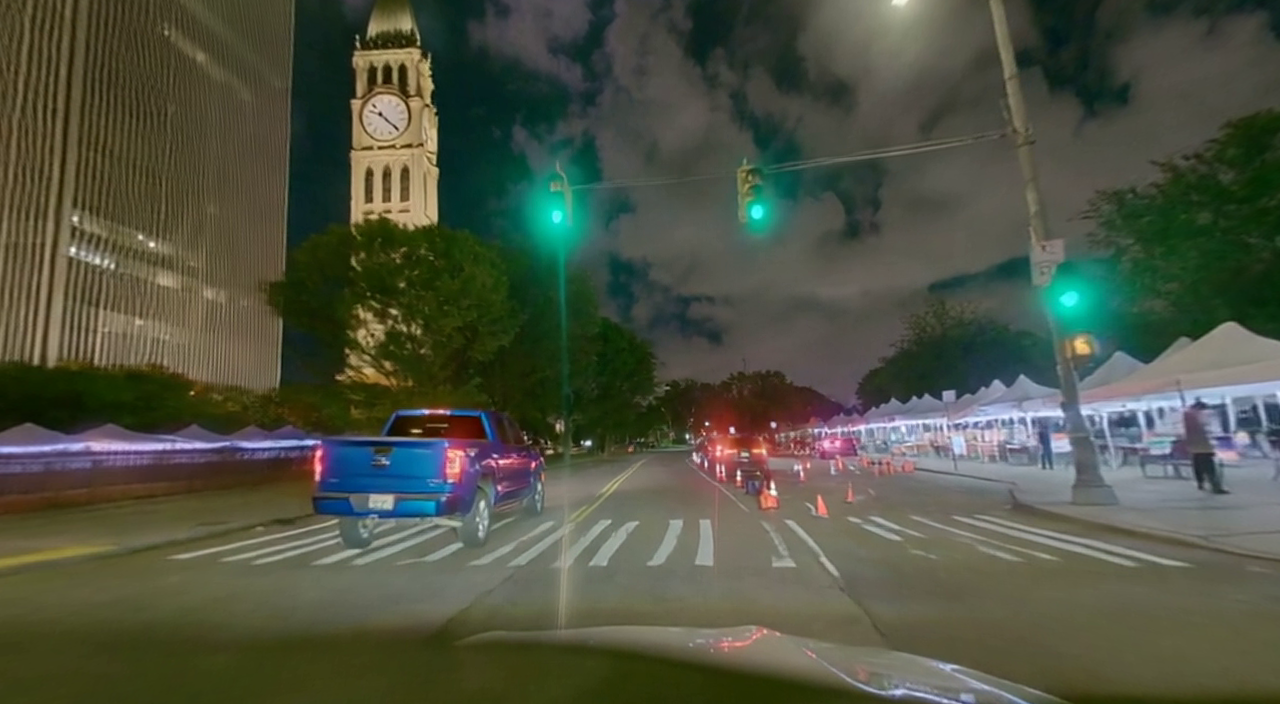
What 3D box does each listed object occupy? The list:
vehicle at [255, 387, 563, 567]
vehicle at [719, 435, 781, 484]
[{"bbox_3d":[-2.895,1.780,9.805,2.452,1.954,5.653,-1,-8,2],"label":"vehicle"},{"bbox_3d":[3.933,3.880,23.106,2.023,1.607,4.225,-1,-8,7],"label":"vehicle"}]
